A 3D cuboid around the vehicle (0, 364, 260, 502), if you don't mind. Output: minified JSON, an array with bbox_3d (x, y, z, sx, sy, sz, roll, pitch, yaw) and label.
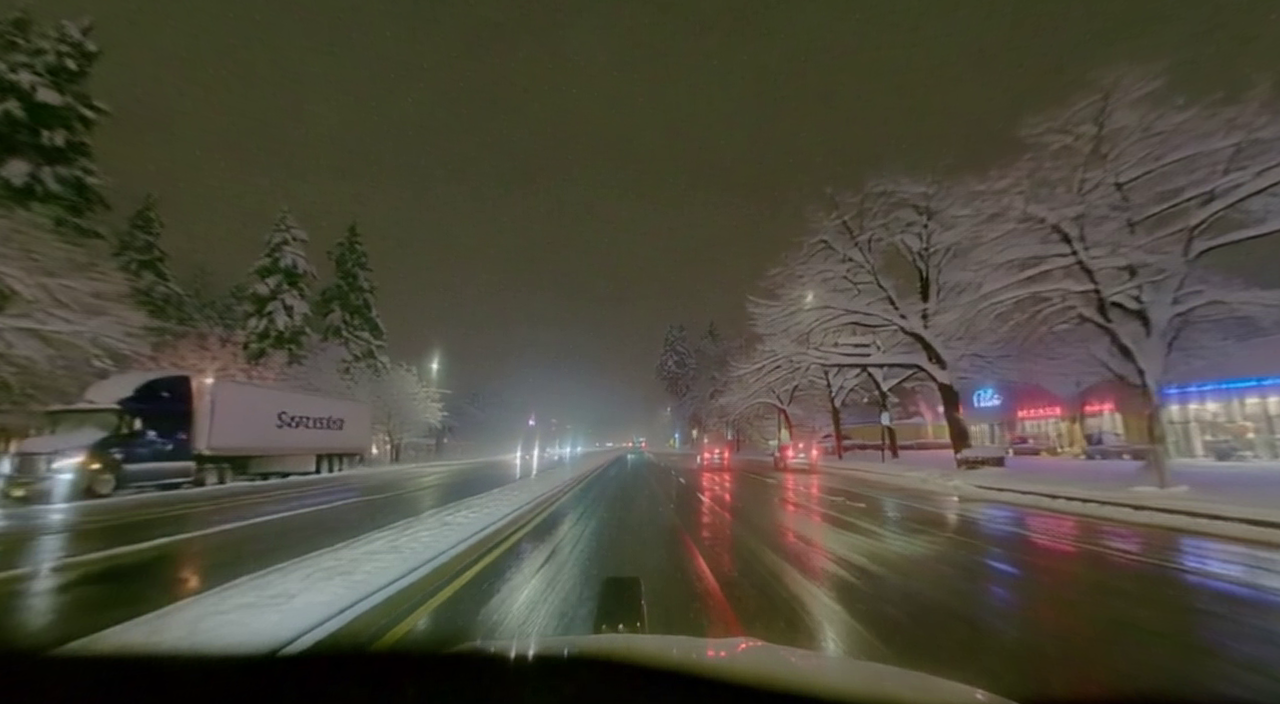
[{"bbox_3d":[-19.038,3.142,24.371,3.008,4.297,9.041,0,-8,0],"label":"vehicle"}]

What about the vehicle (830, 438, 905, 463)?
[{"bbox_3d":[15.915,6.860,44.235,4.457,1.521,1.872,-2,-8,-3],"label":"vehicle"}]

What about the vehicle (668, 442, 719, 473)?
[{"bbox_3d":[2.629,5.302,32.068,2.099,1.463,4.365,0,-8,-2],"label":"vehicle"}]

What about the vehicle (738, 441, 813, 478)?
[{"bbox_3d":[5.940,4.768,28.448,2.150,1.485,4.919,0,-8,-2],"label":"vehicle"}]

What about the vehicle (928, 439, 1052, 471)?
[{"bbox_3d":[16.675,4.899,30.303,4.679,1.448,2.178,1,-8,-3],"label":"vehicle"}]
